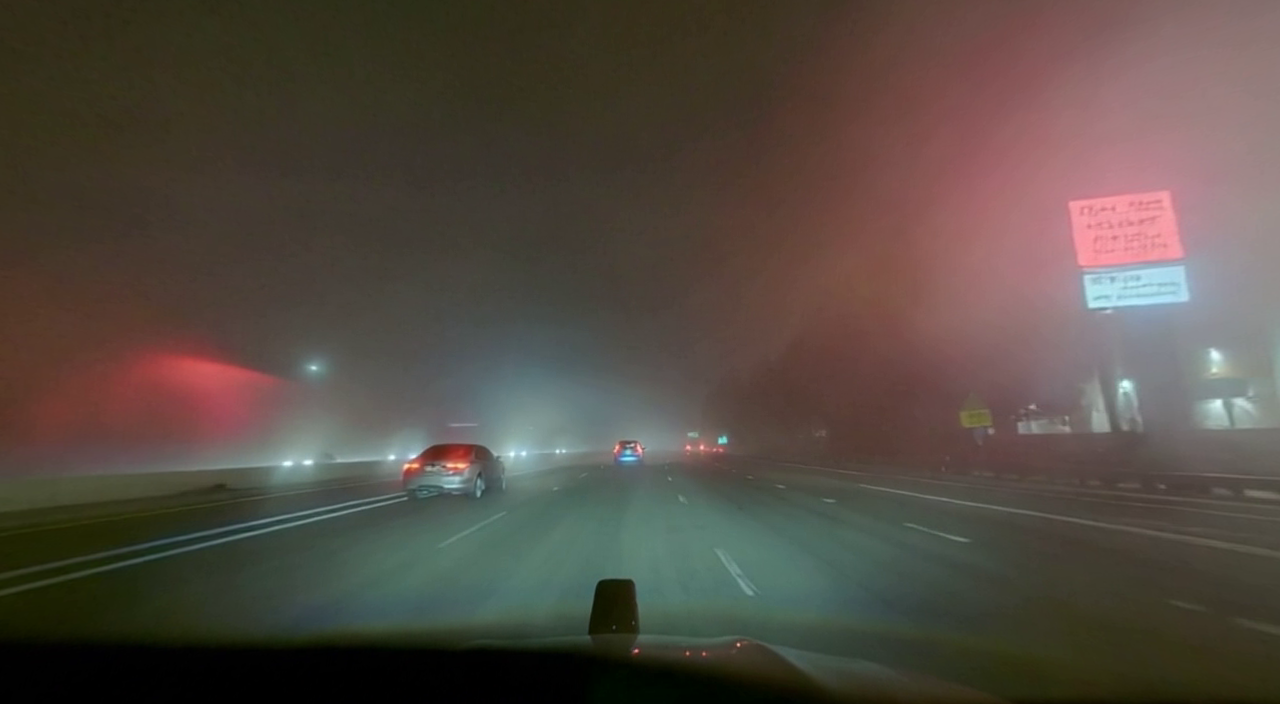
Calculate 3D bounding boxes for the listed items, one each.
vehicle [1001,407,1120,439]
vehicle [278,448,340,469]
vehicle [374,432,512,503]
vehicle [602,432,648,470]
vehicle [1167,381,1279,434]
[{"bbox_3d":[20.703,3.521,31.232,4.487,1.477,1.804,-1,-9,4],"label":"vehicle"},{"bbox_3d":[-25.568,8.221,48.987,1.872,1.473,4.725,-1,-9,6],"label":"vehicle"},{"bbox_3d":[-4.631,2.785,15.665,1.907,1.483,4.562,0,-9,1],"label":"vehicle"},{"bbox_3d":[-0.697,5.232,33.420,2.155,1.856,4.796,0,-9,2],"label":"vehicle"},{"bbox_3d":[21.410,1.997,22.985,3.961,1.663,1.906,0,-7,-28],"label":"vehicle"}]
